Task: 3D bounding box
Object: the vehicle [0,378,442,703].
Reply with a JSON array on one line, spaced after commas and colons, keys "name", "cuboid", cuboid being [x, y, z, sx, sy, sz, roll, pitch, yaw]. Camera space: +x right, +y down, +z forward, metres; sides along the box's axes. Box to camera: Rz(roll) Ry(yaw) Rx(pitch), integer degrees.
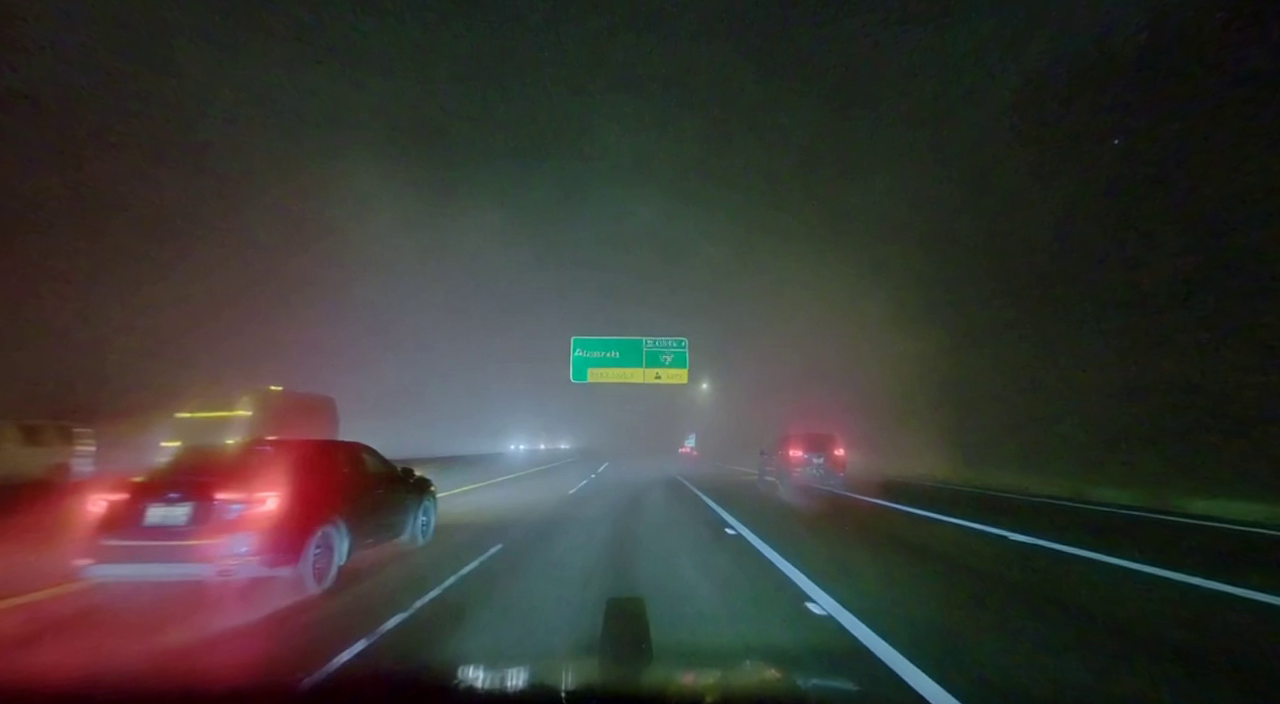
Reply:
[{"name": "vehicle", "cuboid": [-3.582, 1.271, 5.165, 2.160, 1.608, 5.012, 0, -8, 1]}]
